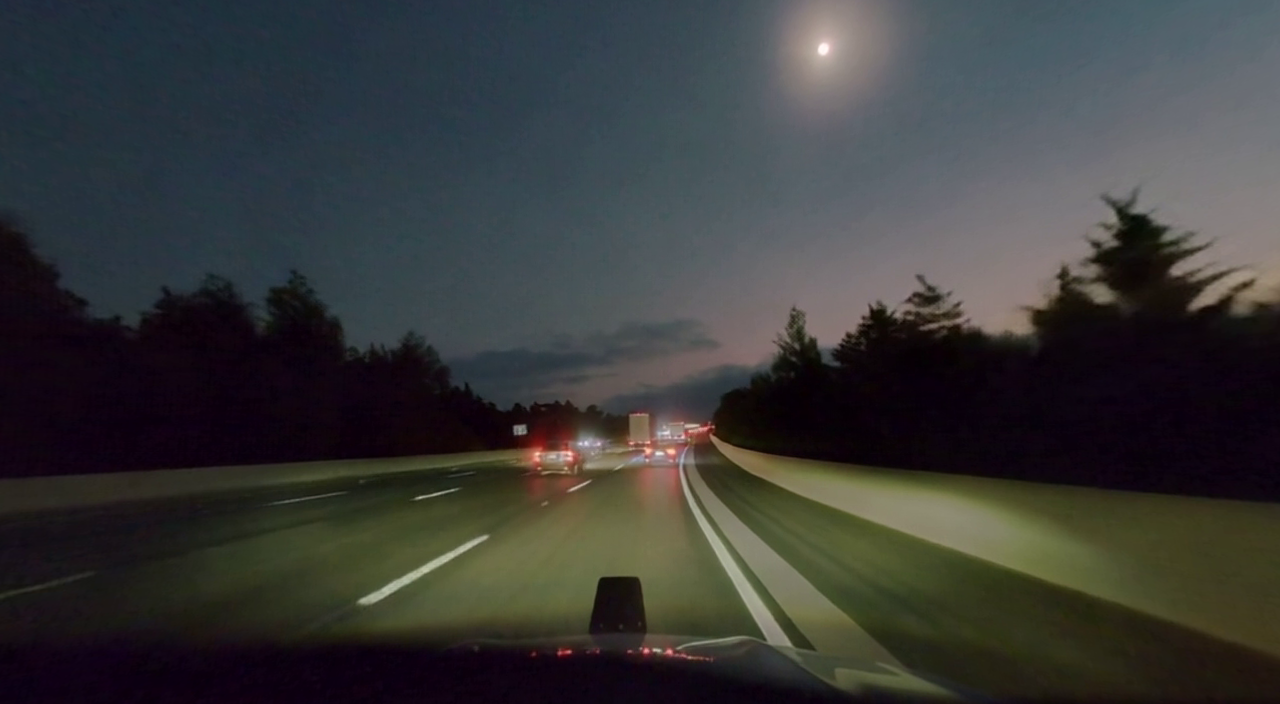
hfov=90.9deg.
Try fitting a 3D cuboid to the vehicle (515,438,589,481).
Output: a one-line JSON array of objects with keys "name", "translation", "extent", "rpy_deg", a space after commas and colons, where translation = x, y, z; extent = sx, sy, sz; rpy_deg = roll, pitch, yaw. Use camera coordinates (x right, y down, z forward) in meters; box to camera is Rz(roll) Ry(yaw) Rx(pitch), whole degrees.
[{"name": "vehicle", "translation": [-3.243, 4.096, 24.333], "extent": [1.916, 1.486, 4.631], "rpy_deg": [-1, -9, 4]}]

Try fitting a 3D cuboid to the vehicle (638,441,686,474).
[{"name": "vehicle", "translation": [0.968, 4.632, 27.887], "extent": [1.984, 1.365, 3.767], "rpy_deg": [0, -9, 2]}]
